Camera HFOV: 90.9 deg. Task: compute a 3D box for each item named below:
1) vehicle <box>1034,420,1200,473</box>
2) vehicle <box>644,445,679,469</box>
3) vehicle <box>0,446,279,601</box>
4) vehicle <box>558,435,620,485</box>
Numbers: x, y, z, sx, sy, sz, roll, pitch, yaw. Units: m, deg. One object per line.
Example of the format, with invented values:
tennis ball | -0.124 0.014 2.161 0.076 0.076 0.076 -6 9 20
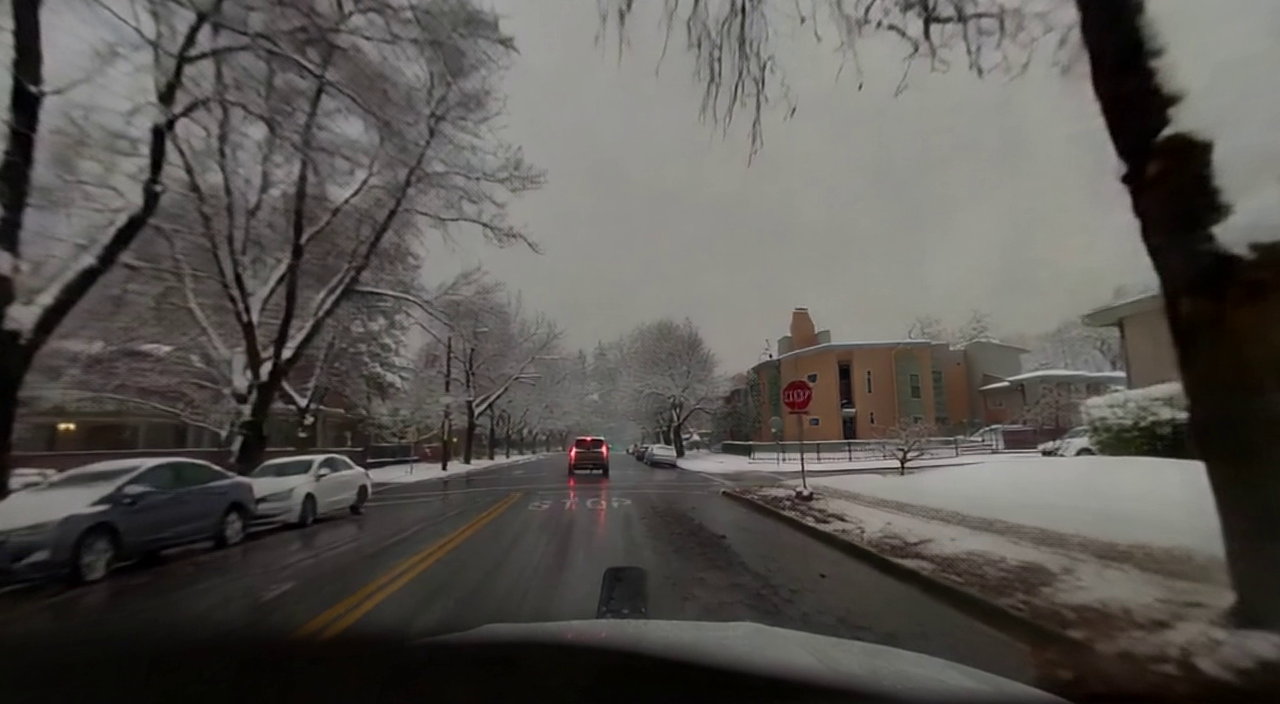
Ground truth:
vehicle | 18.337 3.640 24.408 4.817 1.881 2.002 1 -8 -2
vehicle | 1.474 7.425 44.786 1.987 1.608 3.883 1 -9 -5
vehicle | -6.953 2.114 8.511 1.975 1.515 4.179 -2 -9 -5
vehicle | -1.908 4.115 24.246 2.172 1.722 4.201 1 -9 -3
